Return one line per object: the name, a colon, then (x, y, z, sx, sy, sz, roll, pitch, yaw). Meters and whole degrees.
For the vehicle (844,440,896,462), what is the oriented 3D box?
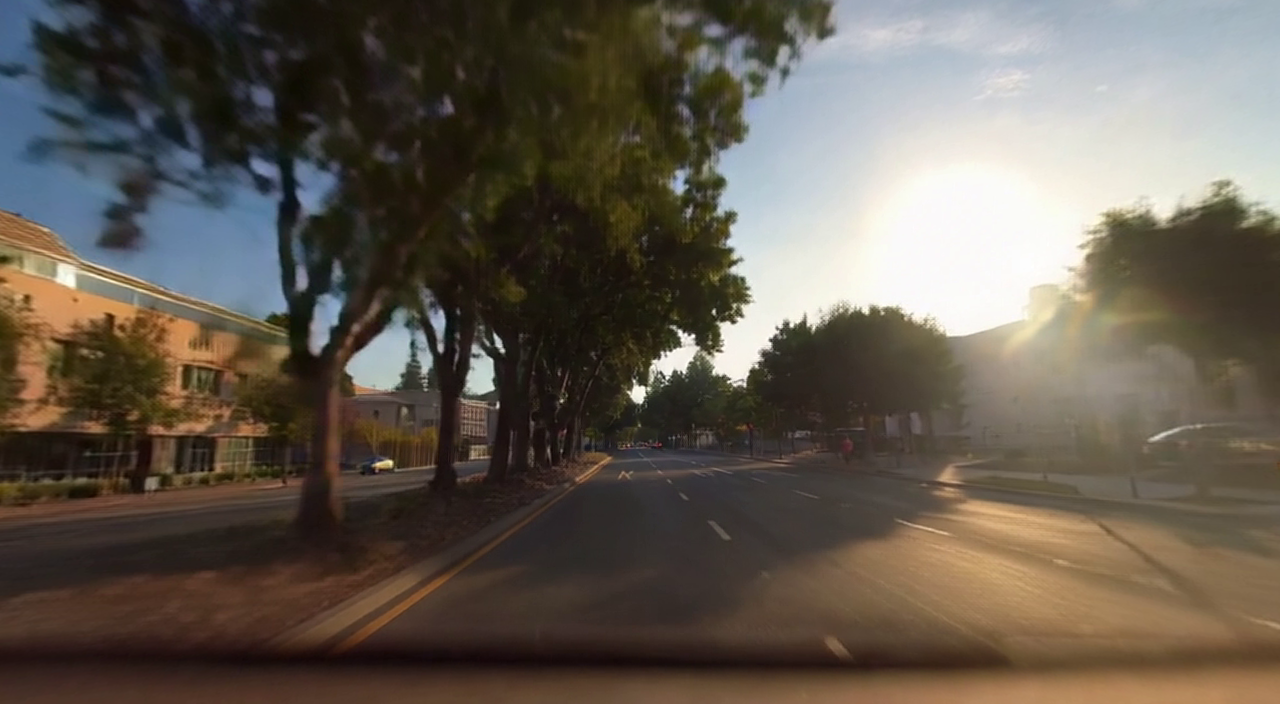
vehicle: (16.274, 6.966, 44.566, 1.930, 1.449, 4.473, -7, -11, 40)

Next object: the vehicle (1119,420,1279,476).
vehicle: (16.933, 2.775, 18.285, 4.505, 1.498, 2.068, 0, -8, -3)
